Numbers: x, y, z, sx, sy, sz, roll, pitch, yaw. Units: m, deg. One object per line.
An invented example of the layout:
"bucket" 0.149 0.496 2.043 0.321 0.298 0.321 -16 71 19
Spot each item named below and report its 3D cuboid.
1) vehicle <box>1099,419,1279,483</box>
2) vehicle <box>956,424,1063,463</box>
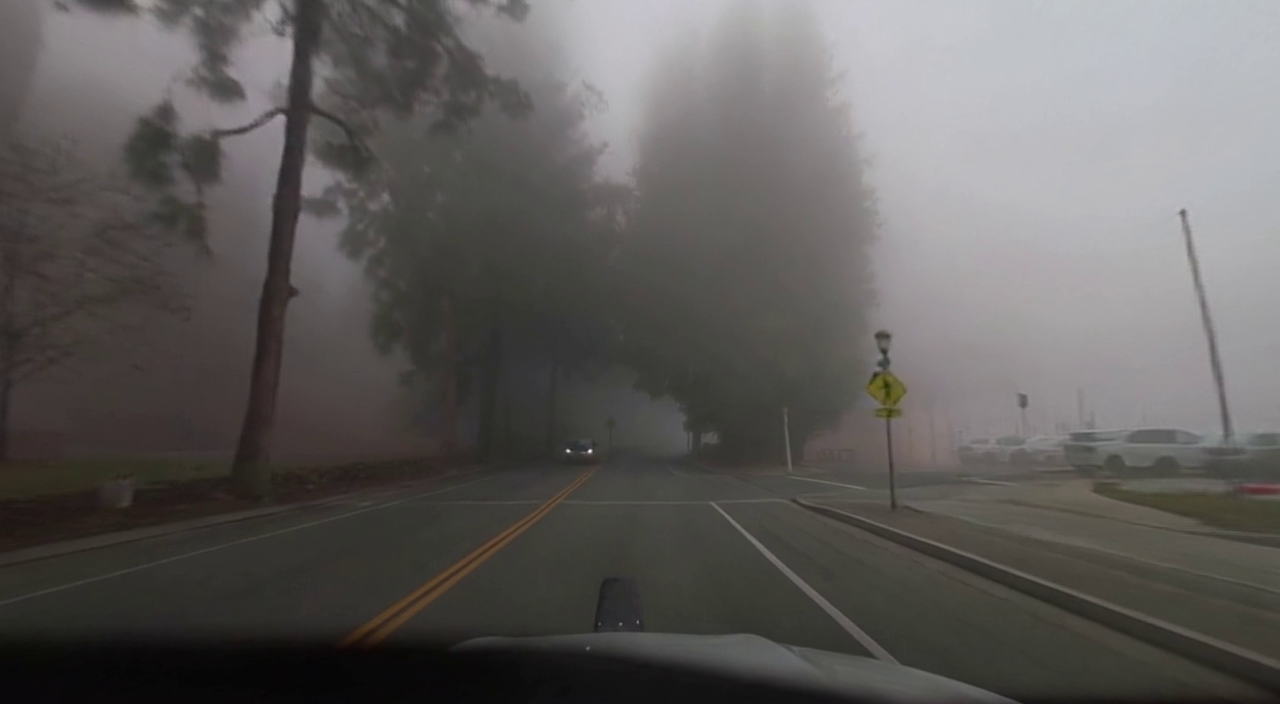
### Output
"vehicle" 15.270 2.657 17.045 4.134 1.580 1.952 -2 -8 14
"vehicle" 20.860 5.183 35.831 4.593 1.776 2.094 -4 -8 0
